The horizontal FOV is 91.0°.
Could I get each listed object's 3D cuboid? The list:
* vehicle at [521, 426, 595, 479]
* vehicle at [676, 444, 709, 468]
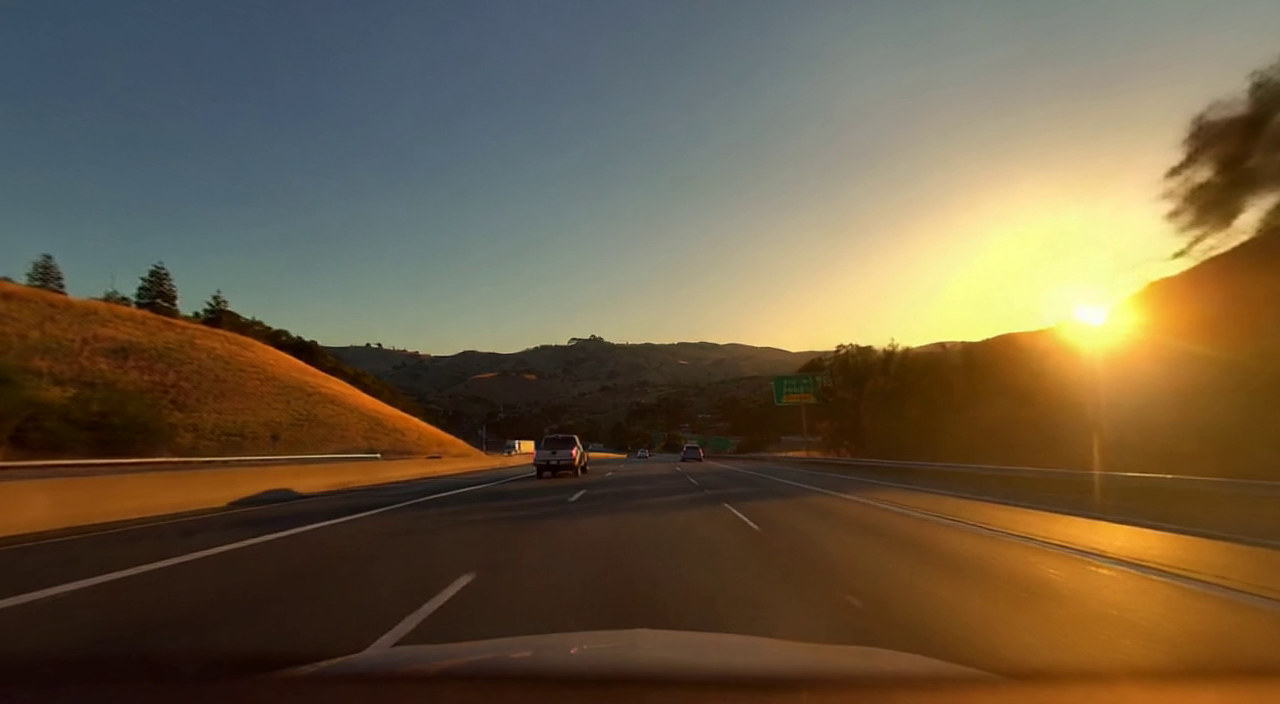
[{"bbox_3d":[-3.716,4.784,30.083,2.496,2.203,6.317,0,-9,2],"label":"vehicle"},{"bbox_3d":[3.851,7.671,46.694,2.095,1.668,4.135,0,-9,0],"label":"vehicle"}]
